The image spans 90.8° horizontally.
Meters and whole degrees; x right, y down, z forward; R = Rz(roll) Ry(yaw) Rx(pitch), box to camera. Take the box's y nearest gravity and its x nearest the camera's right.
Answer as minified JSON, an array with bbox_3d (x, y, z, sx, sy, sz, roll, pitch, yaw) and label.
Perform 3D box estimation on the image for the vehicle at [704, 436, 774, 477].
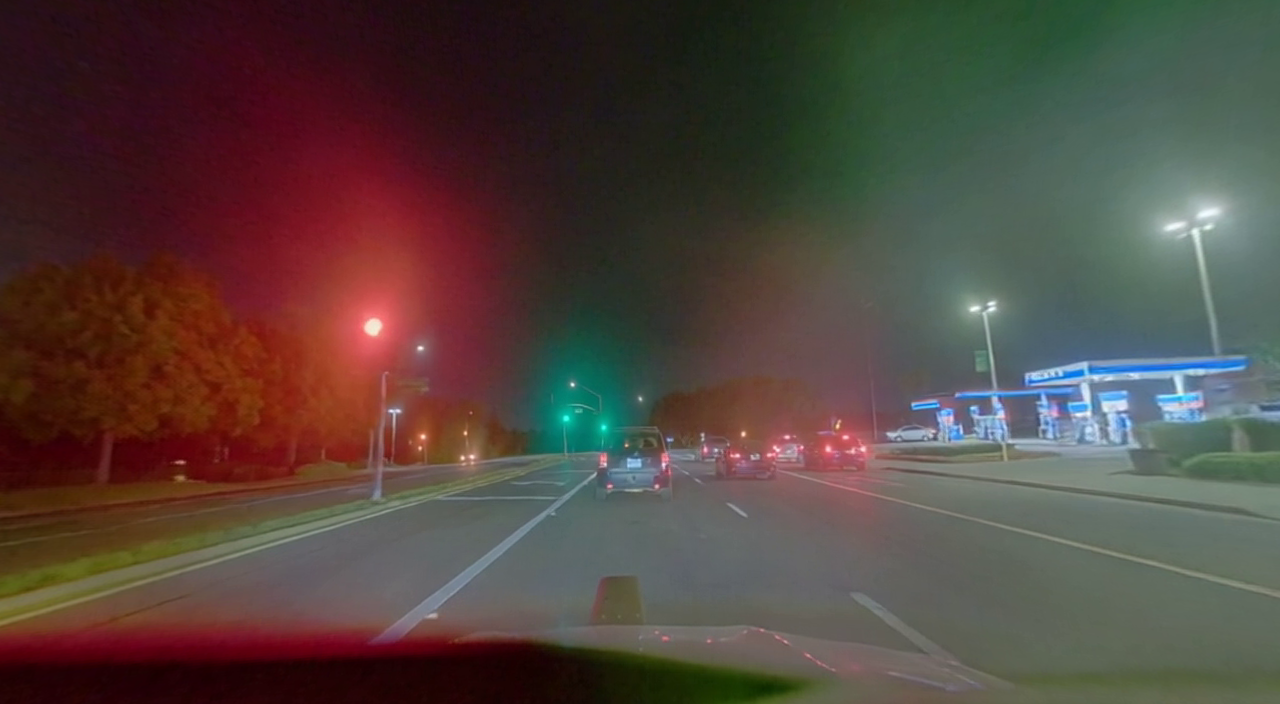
[{"bbox_3d":[3.794,4.095,25.015,1.940,1.474,4.234,0,-8,-2],"label":"vehicle"}]

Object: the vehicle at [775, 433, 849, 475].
[{"bbox_3d":[7.021,4.195,26.224,1.793,1.585,4.130,0,-8,-1],"label":"vehicle"}]

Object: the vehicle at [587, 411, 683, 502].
[{"bbox_3d":[-0.139,2.588,15.967,2.038,1.917,4.900,0,-8,-1],"label":"vehicle"}]
